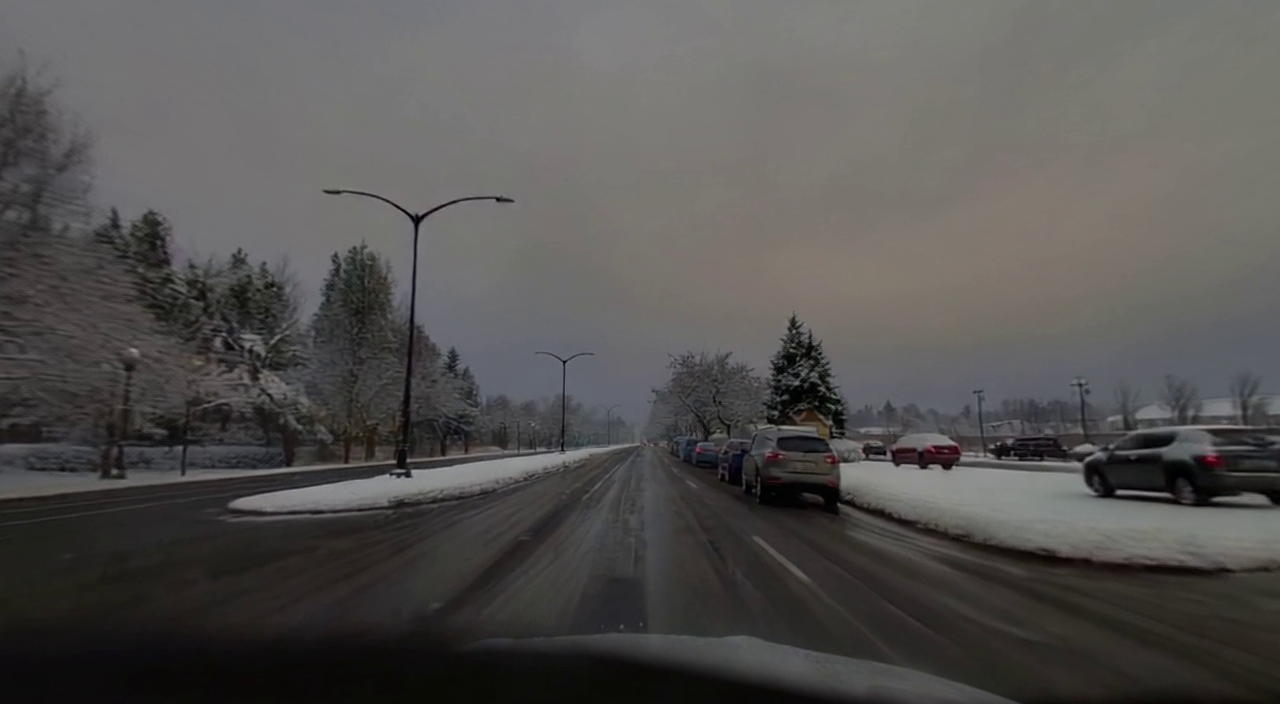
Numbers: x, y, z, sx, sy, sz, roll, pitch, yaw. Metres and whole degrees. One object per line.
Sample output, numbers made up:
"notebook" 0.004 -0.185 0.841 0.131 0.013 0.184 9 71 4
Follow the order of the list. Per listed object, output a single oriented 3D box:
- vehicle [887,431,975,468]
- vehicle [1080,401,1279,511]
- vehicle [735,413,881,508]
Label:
"vehicle" 14.540 4.920 31.904 2.227 1.720 4.959 0 -8 2
"vehicle" 11.539 2.019 12.623 2.220 1.798 4.427 0 -8 0
"vehicle" 3.632 2.437 14.566 2.144 1.848 4.159 0 -8 -1
